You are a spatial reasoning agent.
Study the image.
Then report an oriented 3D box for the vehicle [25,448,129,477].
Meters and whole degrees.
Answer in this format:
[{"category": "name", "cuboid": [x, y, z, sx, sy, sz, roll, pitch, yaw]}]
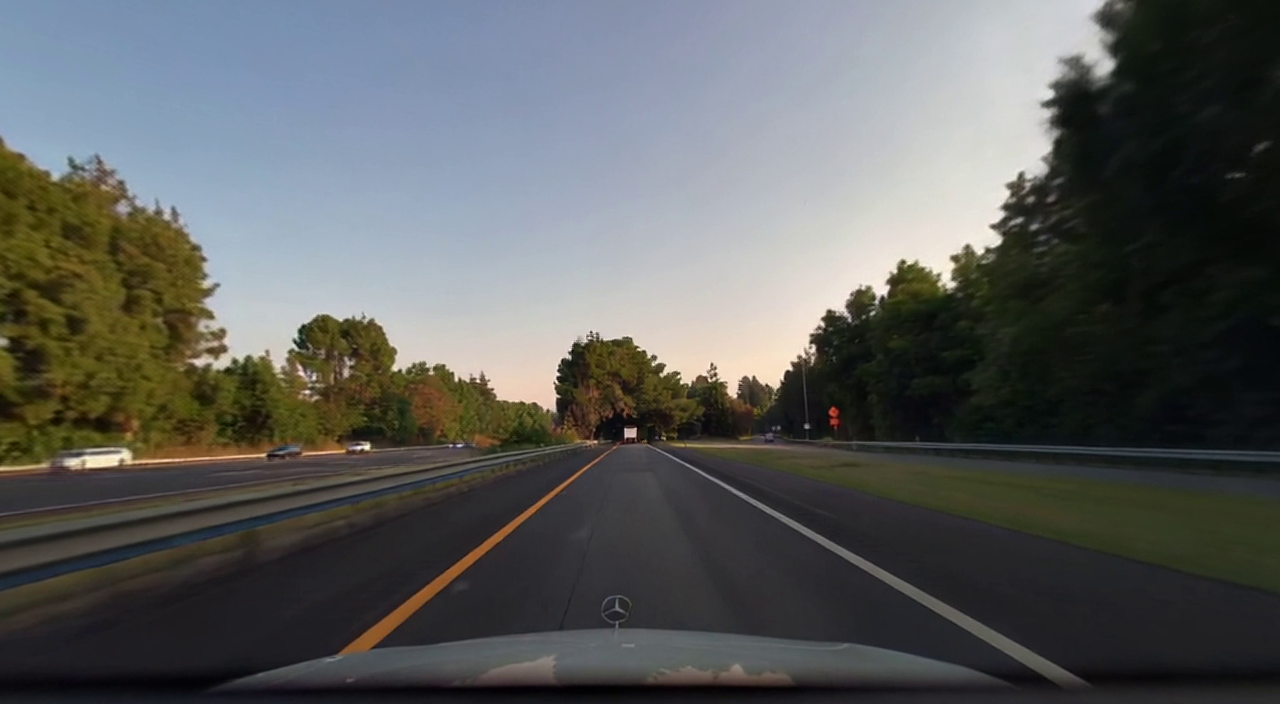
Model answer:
[{"category": "vehicle", "cuboid": [-32.487, 6.355, 36.542, 1.789, 1.443, 4.592, 0, -8, 0]}]
